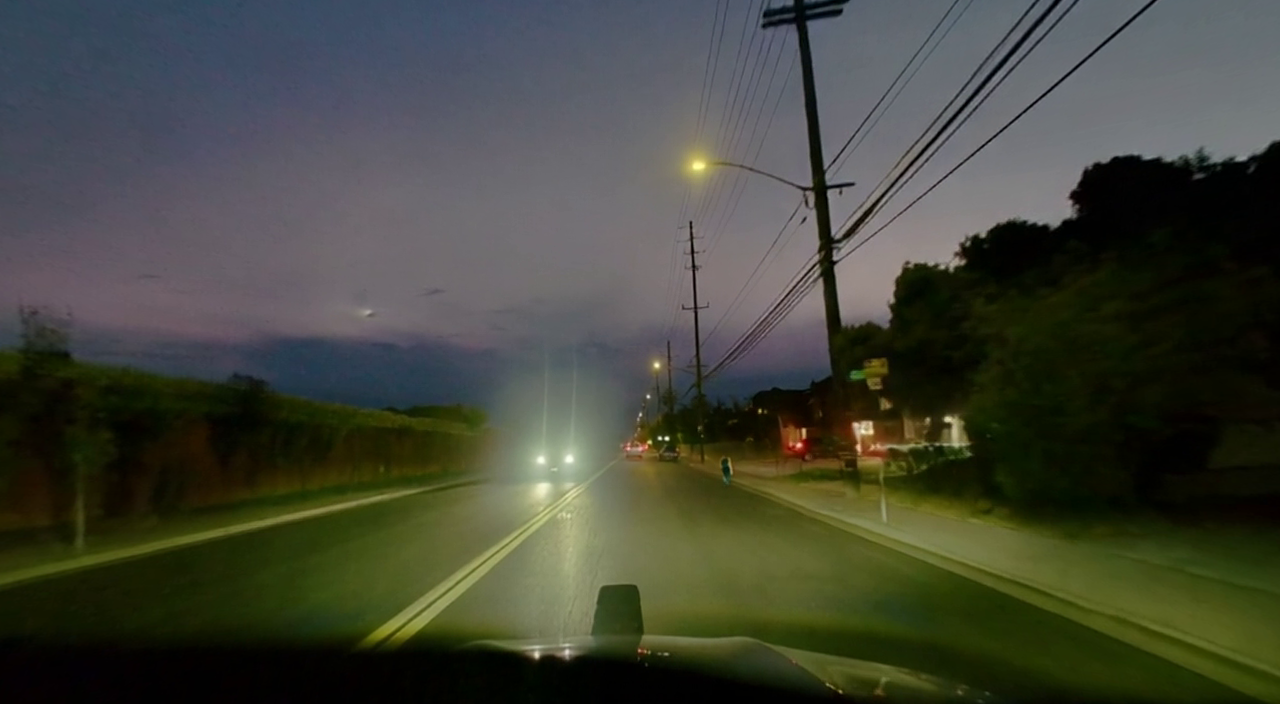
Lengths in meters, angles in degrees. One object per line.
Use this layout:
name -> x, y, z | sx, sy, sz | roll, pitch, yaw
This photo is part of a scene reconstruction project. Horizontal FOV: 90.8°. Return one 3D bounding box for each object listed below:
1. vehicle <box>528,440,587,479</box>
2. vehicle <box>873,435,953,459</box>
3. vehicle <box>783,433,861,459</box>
vehicle -> -3.753, 4.993, 29.520 | 2.146, 1.657, 4.351 | 0, -9, 0
vehicle -> 18.680, 6.535, 43.401 | 4.558, 1.554, 1.990 | -1, -9, 4
vehicle -> 12.432, 6.461, 43.435 | 4.701, 1.745, 2.083 | -1, -9, 2
